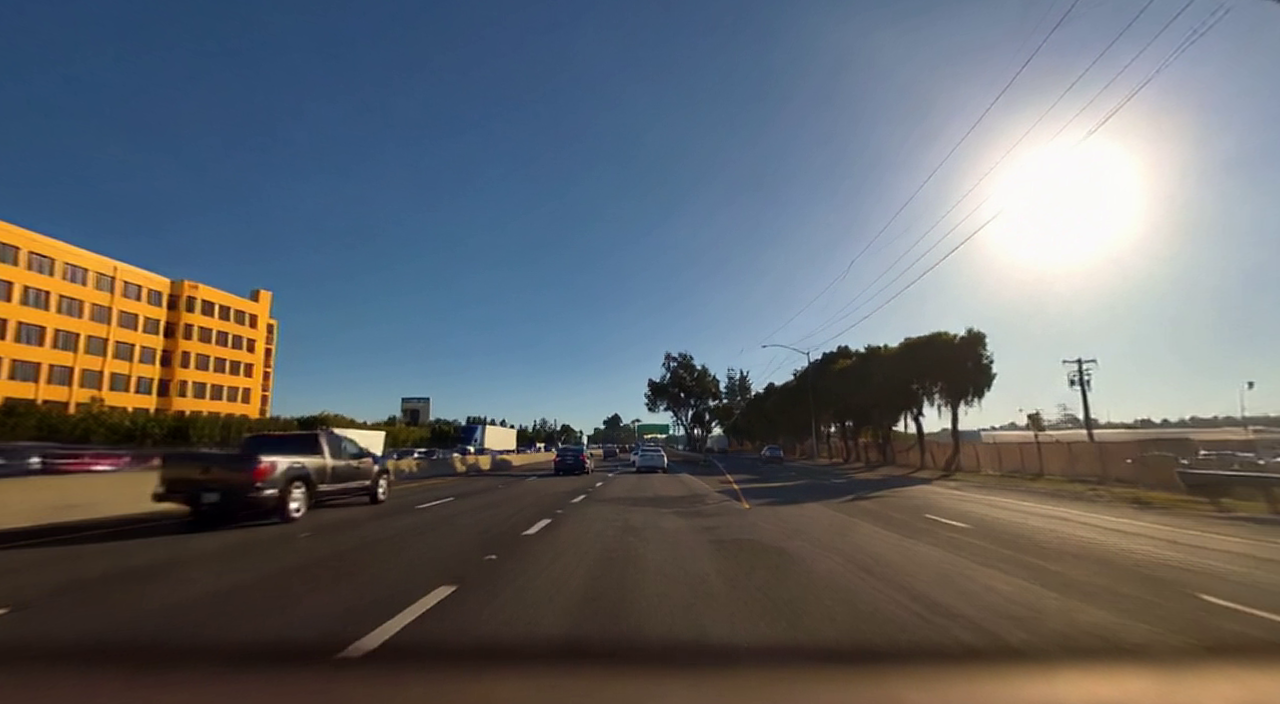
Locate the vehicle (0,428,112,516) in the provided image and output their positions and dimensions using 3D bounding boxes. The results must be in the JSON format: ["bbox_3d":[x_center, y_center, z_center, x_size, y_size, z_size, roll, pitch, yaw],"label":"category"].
[{"bbox_3d":[-12.568,2.160,11.290,2.037,1.574,4.757,-1,-8,1],"label":"vehicle"}]

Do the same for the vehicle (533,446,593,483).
[{"bbox_3d":[-3.400,5.049,28.741,2.059,1.508,4.662,-1,-8,2],"label":"vehicle"}]

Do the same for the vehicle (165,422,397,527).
[{"bbox_3d":[-7.335,2.524,13.678,2.106,1.827,4.814,-1,-8,1],"label":"vehicle"}]

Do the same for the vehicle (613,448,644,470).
[{"bbox_3d":[-0.823,8.094,47.938,2.034,1.466,4.363,-1,-8,3],"label":"vehicle"}]

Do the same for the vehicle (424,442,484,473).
[{"bbox_3d":[-12.739,7.238,43.622,2.283,1.915,5.774,-1,-8,2],"label":"vehicle"}]

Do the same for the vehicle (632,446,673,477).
[{"bbox_3d":[0.660,5.952,34.518,2.107,1.538,3.999,-1,-8,1],"label":"vehicle"}]

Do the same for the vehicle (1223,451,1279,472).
[{"bbox_3d":[44.399,7.832,45.040,3.496,1.398,1.873,-1,-9,1],"label":"vehicle"}]
